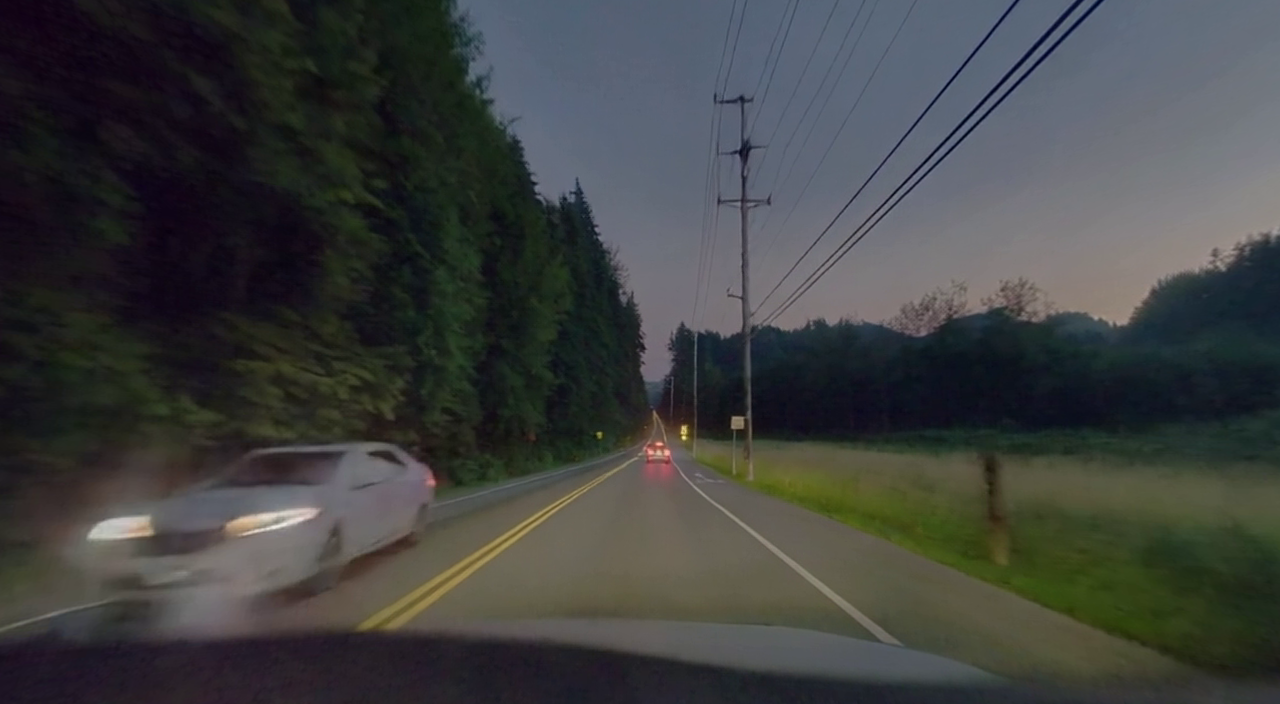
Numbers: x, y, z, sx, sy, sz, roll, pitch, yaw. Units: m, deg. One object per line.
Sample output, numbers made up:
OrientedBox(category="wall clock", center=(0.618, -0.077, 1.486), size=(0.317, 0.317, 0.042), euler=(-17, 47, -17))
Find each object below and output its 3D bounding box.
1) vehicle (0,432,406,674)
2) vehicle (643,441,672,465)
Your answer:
OrientedBox(category="vehicle", center=(-3.868, 1.584, 5.990), size=(1.894, 1.537, 3.642), euler=(0, -9, 0))
OrientedBox(category="vehicle", center=(1.348, 7.642, 47.934), size=(2.083, 1.767, 4.448), euler=(-1, -9, 1))
